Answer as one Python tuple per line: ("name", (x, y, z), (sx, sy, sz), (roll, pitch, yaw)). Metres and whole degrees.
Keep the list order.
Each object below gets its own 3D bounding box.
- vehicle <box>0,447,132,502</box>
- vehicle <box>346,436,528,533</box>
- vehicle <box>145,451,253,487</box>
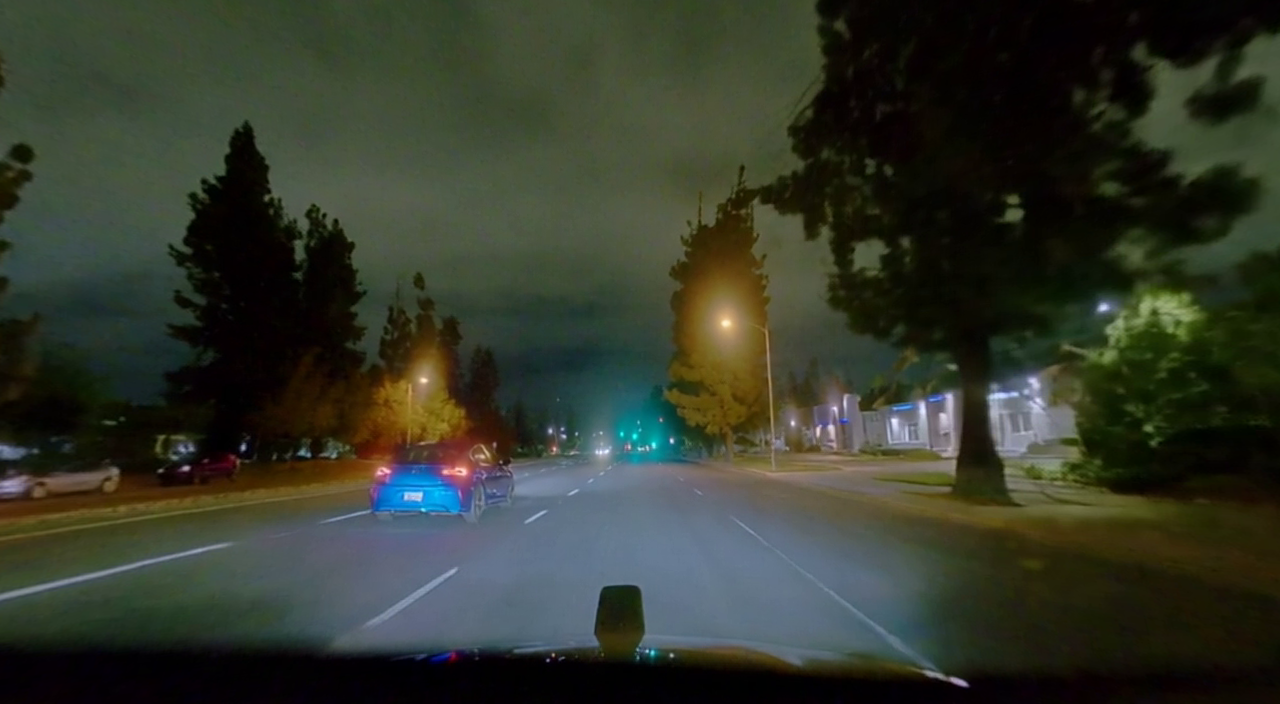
("vehicle", (-22.823, 4.676, 24.686), (1.986, 1.897, 4.636), (0, -8, 0))
("vehicle", (-3.491, 2.353, 11.839), (2.005, 1.477, 4.169), (0, -8, 0))
("vehicle", (-22.773, 6.019, 32.906), (2.031, 1.699, 5.011), (0, -8, -1))
